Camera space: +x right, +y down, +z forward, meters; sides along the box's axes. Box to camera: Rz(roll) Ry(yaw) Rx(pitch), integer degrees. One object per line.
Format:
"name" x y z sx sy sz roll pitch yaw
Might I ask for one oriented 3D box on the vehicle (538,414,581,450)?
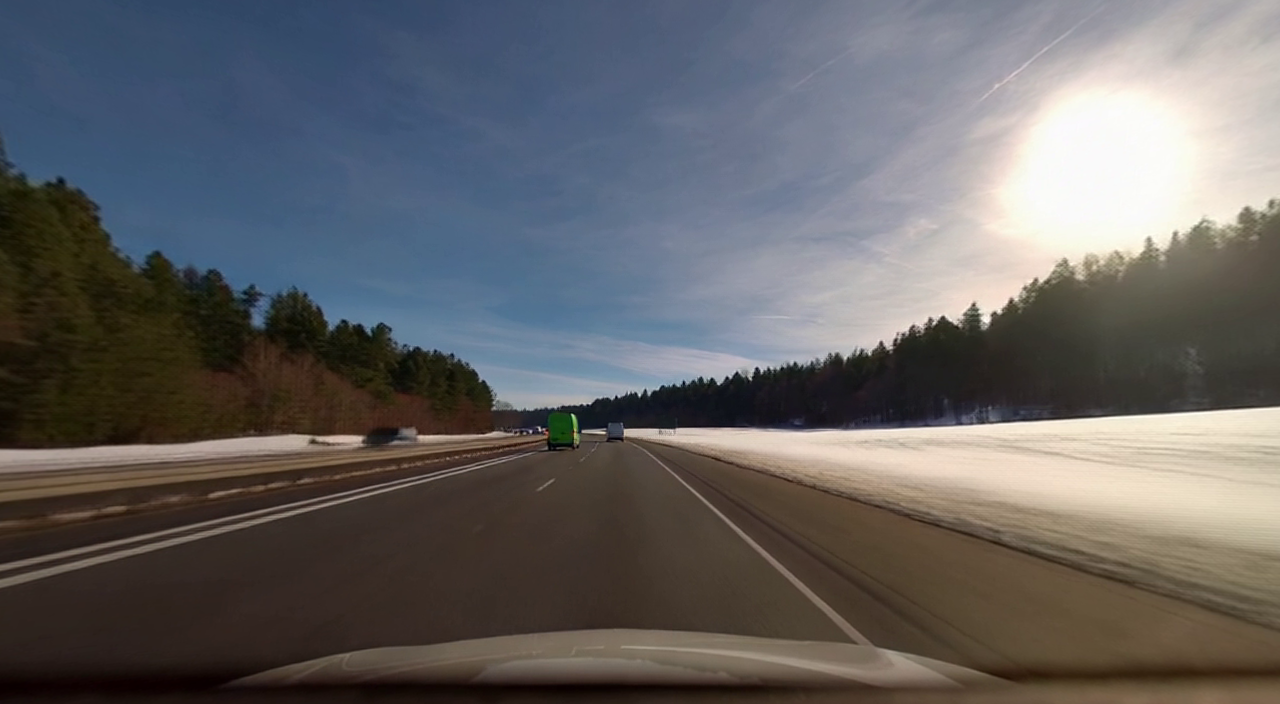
"vehicle" -5.906 6.013 47.034 2.561 2.509 5.465 0 -8 -1

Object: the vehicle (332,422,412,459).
"vehicle" -12.078 4.005 28.626 1.844 1.533 4.098 0 -8 0
